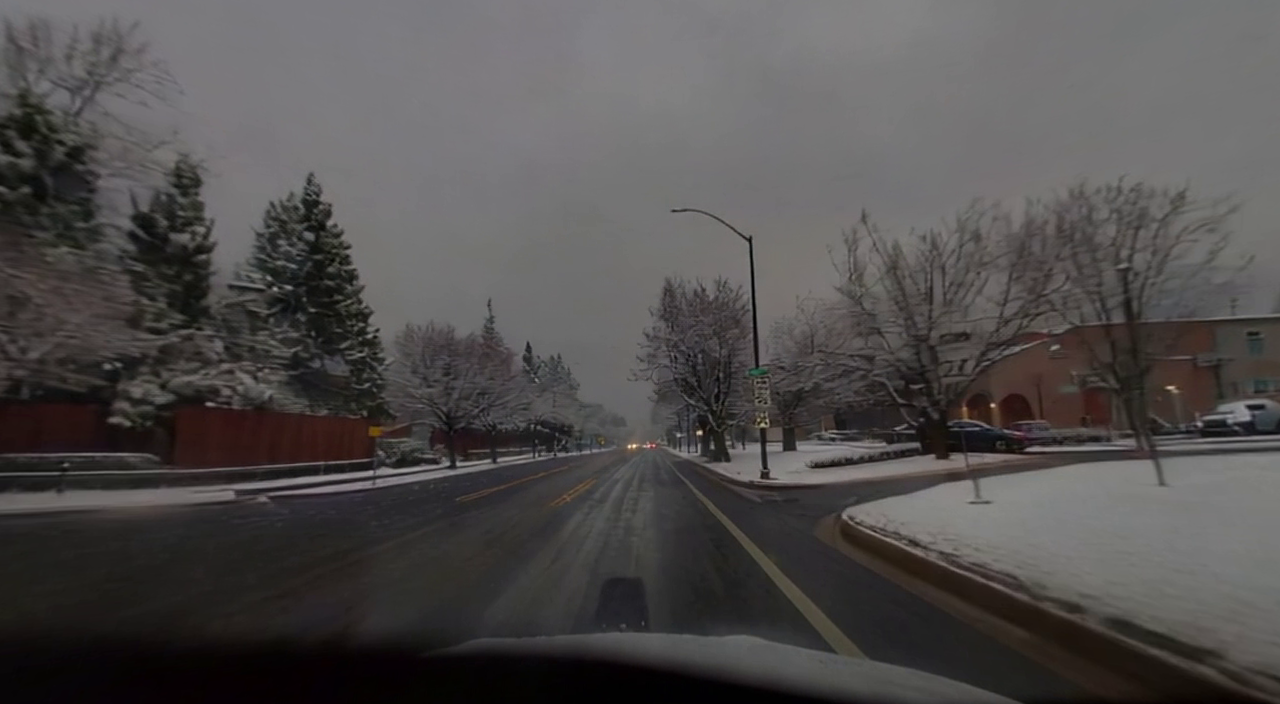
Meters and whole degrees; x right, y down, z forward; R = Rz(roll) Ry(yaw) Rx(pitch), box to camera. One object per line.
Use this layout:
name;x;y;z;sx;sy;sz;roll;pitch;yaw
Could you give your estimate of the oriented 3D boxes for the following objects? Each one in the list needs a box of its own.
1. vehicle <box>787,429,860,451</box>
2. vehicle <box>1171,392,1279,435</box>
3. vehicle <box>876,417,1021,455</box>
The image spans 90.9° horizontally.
vehicle;13.130;6.338;45.339;4.529;1.490;2.168;1;-8;-5
vehicle;27.255;2.894;28.835;1.850;1.706;4.610;0;-8;0
vehicle;12.772;3.528;26.356;4.955;1.489;2.002;0;-8;1
